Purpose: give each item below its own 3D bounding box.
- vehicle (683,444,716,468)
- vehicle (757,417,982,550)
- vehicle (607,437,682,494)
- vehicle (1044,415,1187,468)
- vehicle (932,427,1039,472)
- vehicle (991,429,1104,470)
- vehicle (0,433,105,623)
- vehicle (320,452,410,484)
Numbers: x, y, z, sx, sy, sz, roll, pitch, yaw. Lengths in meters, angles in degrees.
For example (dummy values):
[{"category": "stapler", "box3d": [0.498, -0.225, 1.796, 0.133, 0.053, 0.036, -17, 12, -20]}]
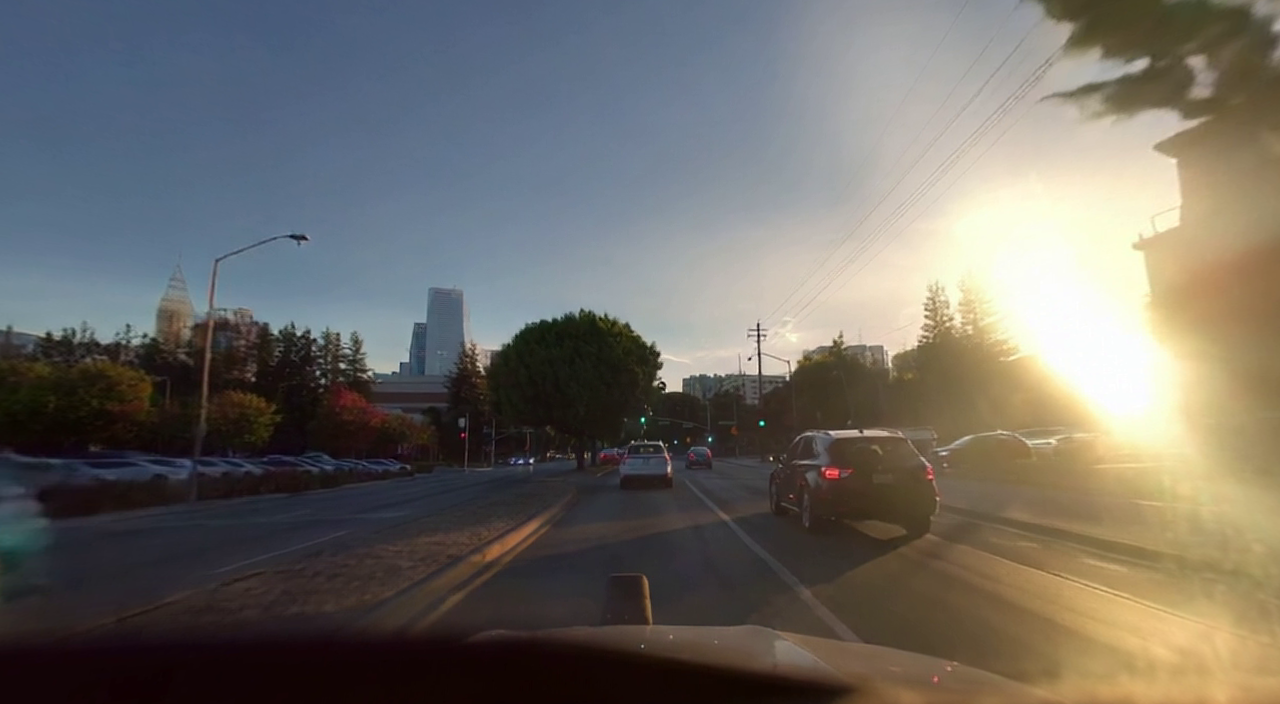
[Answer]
[{"category": "vehicle", "box3d": [4.051, 7.105, 43.279, 1.880, 1.503, 4.130, 0, -8, 0]}, {"category": "vehicle", "box3d": [3.414, 2.047, 10.518, 2.024, 1.711, 4.512, 0, -8, 0]}, {"category": "vehicle", "box3d": [0.157, 3.673, 20.767, 2.200, 1.653, 4.127, 0, -8, 1]}, {"category": "vehicle", "box3d": [18.702, 3.628, 25.168, 1.950, 1.797, 4.967, -3, -10, 3]}, {"category": "vehicle", "box3d": [13.528, 3.840, 25.009, 1.899, 1.602, 4.297, -1, -8, 2]}, {"category": "vehicle", "box3d": [16.148, 3.897, 25.266, 2.018, 1.488, 4.059, -1, -8, 4]}, {"category": "vehicle", "box3d": [-6.581, 1.347, 4.204, 2.008, 1.638, 4.552, 0, -8, 0]}, {"category": "vehicle", "box3d": [-15.832, 6.702, 36.442, 4.290, 1.510, 2.006, -4, -10, 6]}]
